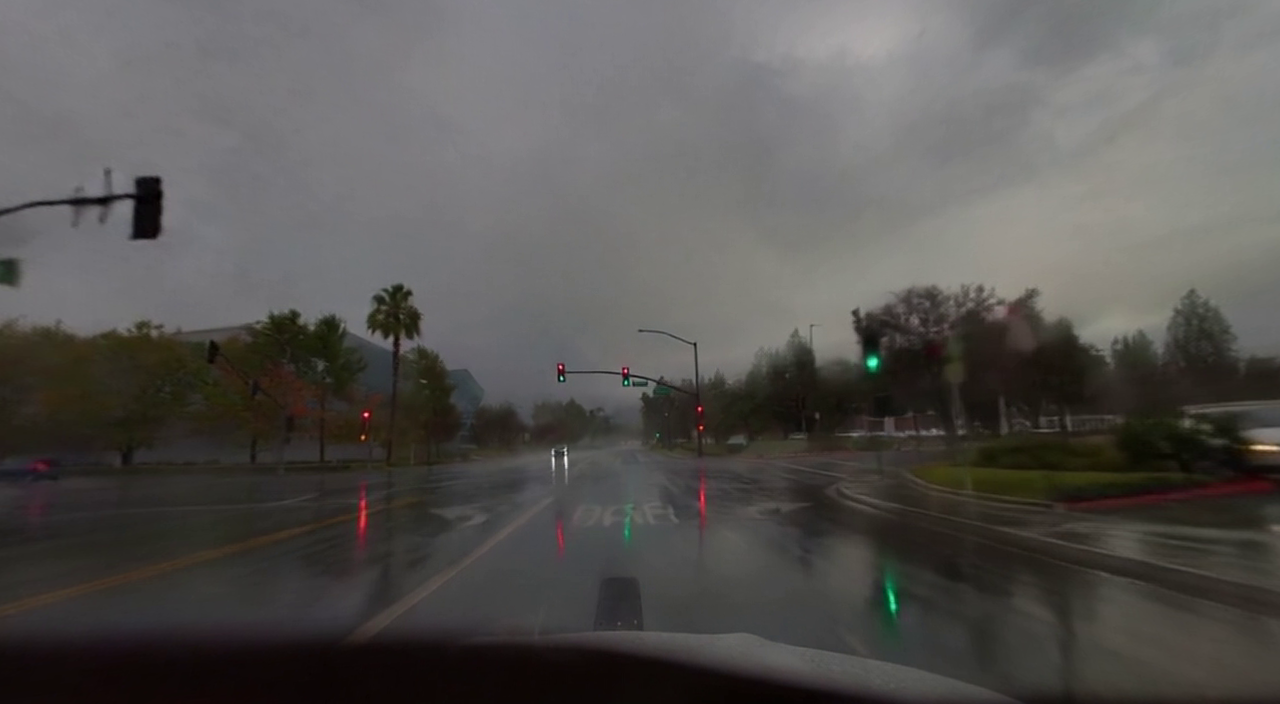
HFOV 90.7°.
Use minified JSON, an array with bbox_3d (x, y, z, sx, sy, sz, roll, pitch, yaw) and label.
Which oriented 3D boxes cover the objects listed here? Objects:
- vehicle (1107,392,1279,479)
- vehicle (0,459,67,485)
[{"bbox_3d":[11.989,1.586,11.960,4.670,1.476,2.042,0,-8,0],"label":"vehicle"},{"bbox_3d":[-38.960,7.435,39.253,4.660,1.478,2.007,0,-9,-3],"label":"vehicle"}]
